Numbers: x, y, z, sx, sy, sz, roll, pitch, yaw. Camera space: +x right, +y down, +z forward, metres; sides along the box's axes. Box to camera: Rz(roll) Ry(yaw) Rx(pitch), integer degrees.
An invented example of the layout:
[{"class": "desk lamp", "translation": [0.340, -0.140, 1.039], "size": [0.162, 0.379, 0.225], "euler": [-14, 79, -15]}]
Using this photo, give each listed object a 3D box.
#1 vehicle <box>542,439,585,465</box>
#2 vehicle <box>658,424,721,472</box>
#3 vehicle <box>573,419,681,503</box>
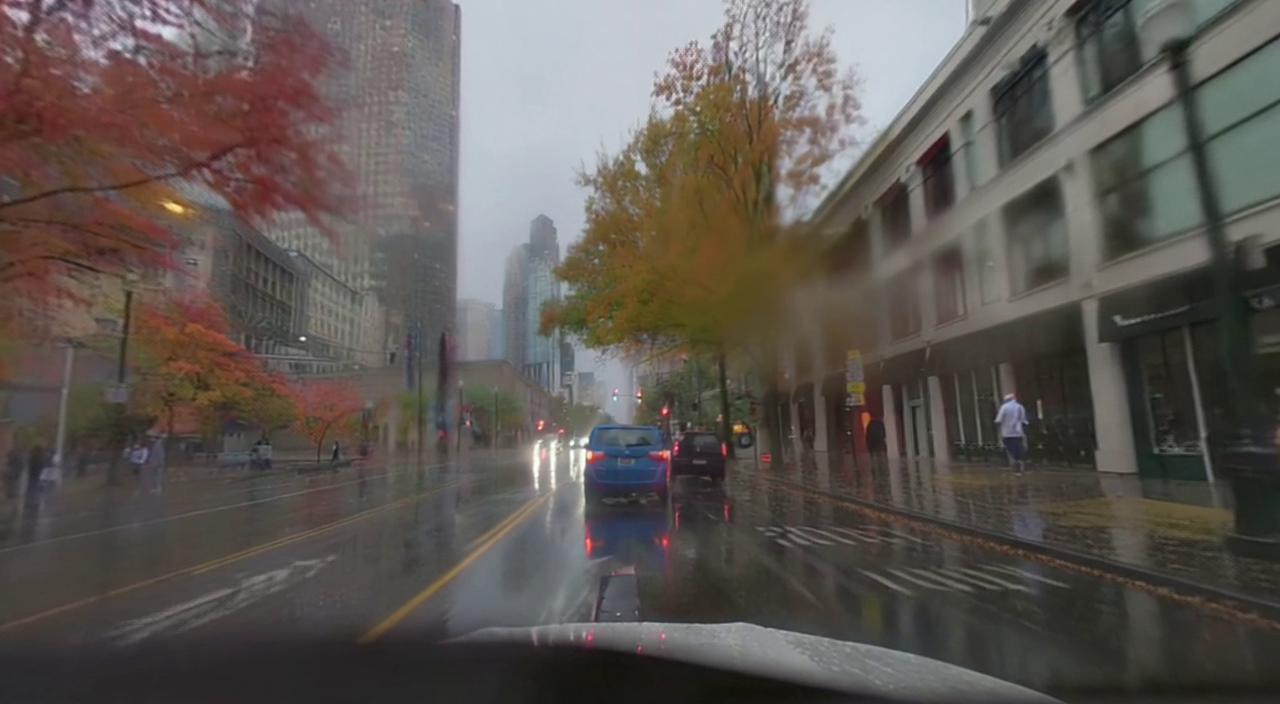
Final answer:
[{"class": "vehicle", "translation": [-4.461, 5.901, 37.395], "size": [2.096, 1.415, 4.515], "euler": [0, -8, -1]}, {"class": "vehicle", "translation": [2.127, 4.311, 28.440], "size": [2.147, 1.968, 4.478], "euler": [1, -8, -5]}, {"class": "vehicle", "translation": [-0.325, 2.569, 15.290], "size": [2.274, 1.736, 4.083], "euler": [0, -8, -2]}]
